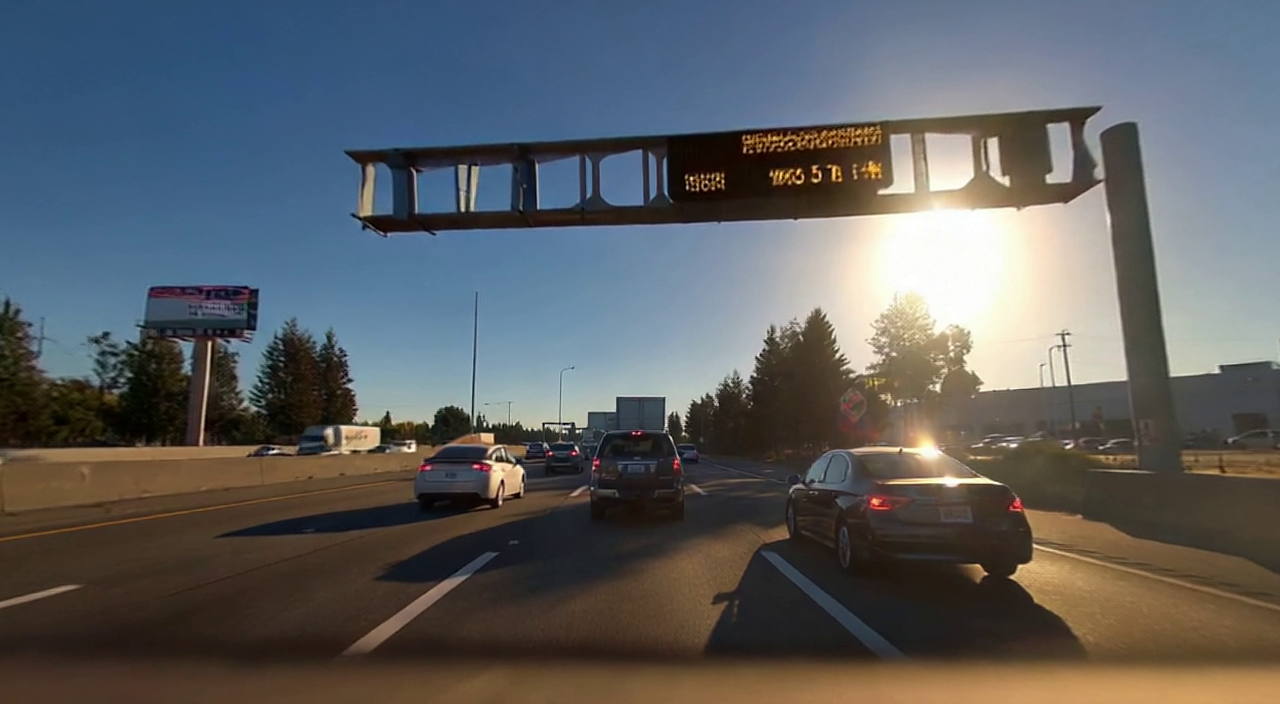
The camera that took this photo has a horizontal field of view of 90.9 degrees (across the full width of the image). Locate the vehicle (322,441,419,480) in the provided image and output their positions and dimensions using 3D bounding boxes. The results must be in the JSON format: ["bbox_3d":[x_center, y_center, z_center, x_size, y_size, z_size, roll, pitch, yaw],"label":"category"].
[{"bbox_3d":[-11.116,4.499,26.474,1.930,1.485,4.765,0,-9,1],"label":"vehicle"}]

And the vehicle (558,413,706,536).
[{"bbox_3d":[-0.127,2.093,11.268,2.152,1.779,3.924,0,-9,0],"label":"vehicle"}]

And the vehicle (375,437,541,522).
[{"bbox_3d":[-3.534,2.574,13.296,2.132,1.464,4.481,0,-9,1],"label":"vehicle"}]

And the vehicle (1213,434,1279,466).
[{"bbox_3d":[31.796,4.868,31.412,1.805,1.536,4.325,3,-9,-18],"label":"vehicle"}]

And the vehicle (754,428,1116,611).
[{"bbox_3d":[2.838,1.715,7.474,2.018,1.470,4.491,0,-9,-1],"label":"vehicle"}]
